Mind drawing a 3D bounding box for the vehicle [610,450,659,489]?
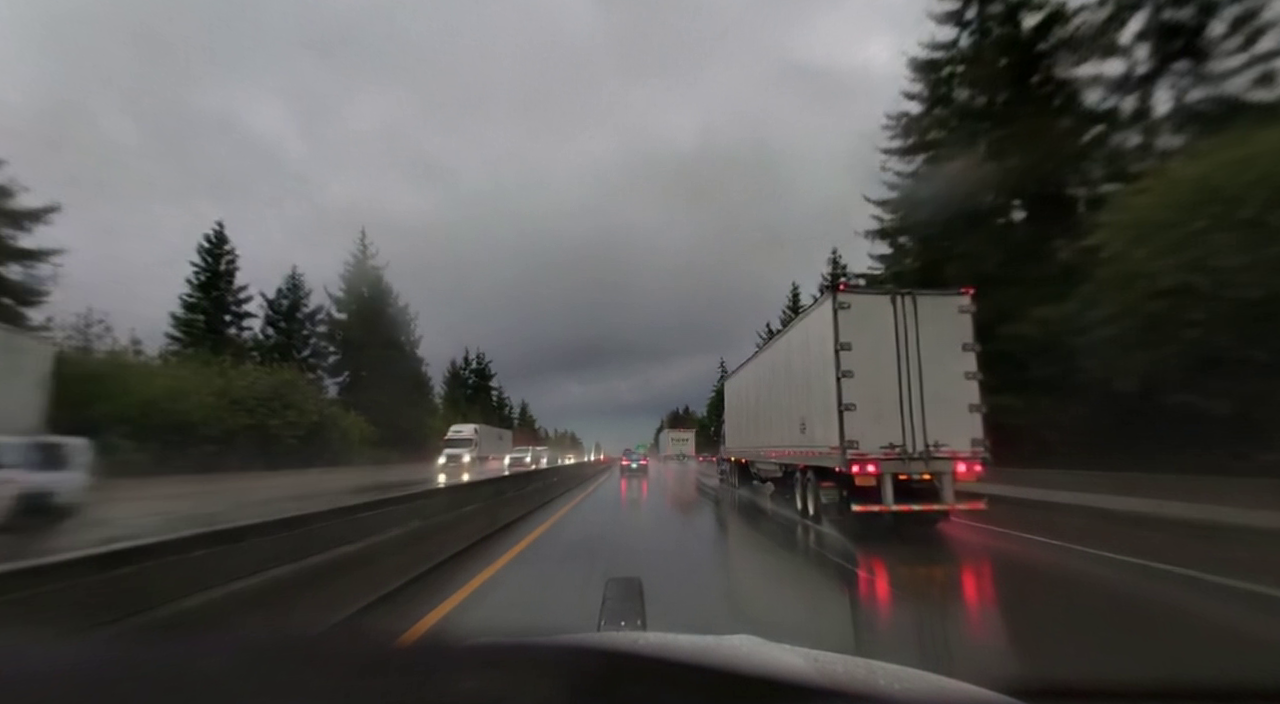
[{"bbox_3d":[-0.226,4.946,26.812,1.939,1.495,3.612,0,-9,-1],"label":"vehicle"}]

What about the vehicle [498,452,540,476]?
[{"bbox_3d":[-8.626,8.005,45.365,2.065,1.558,5.029,0,-9,0],"label":"vehicle"}]

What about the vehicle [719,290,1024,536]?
[{"bbox_3d":[4.625,2.032,17.340,2.842,4.060,13.939,0,-9,-1],"label":"vehicle"}]
